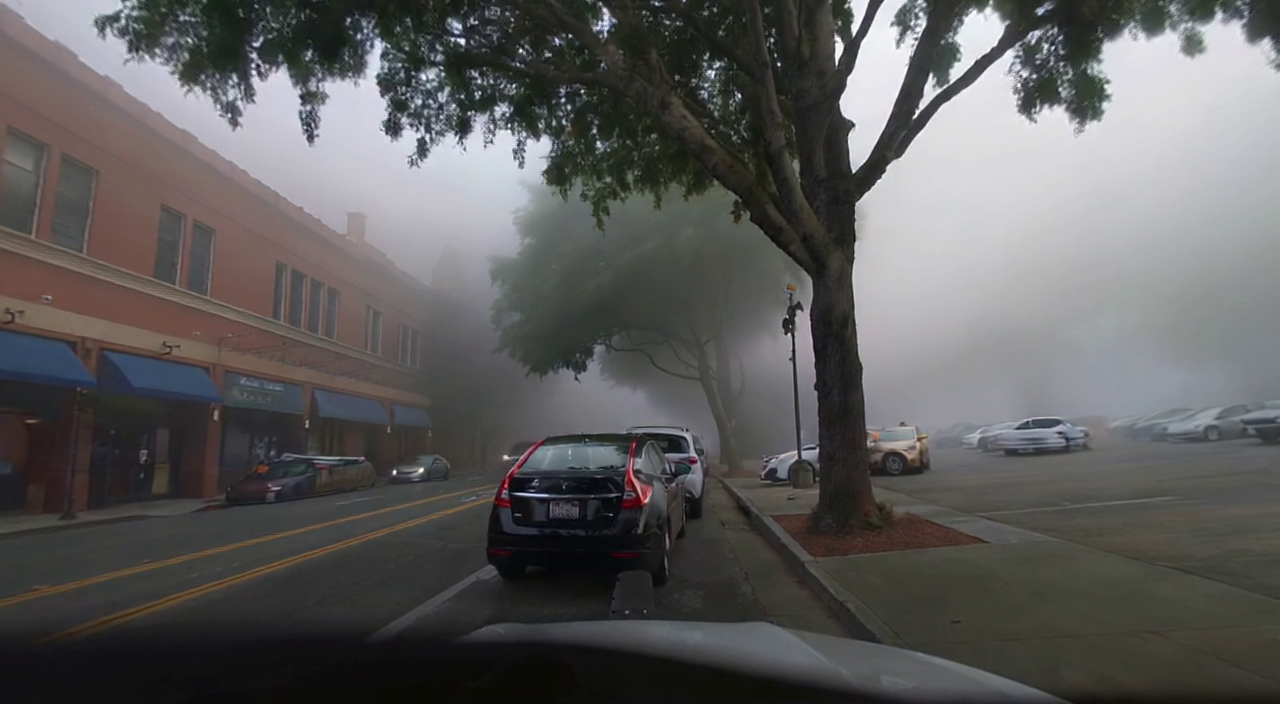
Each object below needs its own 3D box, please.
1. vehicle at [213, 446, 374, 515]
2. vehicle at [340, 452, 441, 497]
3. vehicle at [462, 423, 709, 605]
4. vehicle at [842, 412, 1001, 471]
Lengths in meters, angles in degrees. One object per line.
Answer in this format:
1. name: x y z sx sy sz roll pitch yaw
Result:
1. vehicle: -11.006 4.067 20.589 2.081 1.718 5.342 -6 -9 3
2. vehicle: -10.256 5.030 26.280 1.826 1.432 4.556 -7 -9 8
3. vehicle: -0.273 1.635 7.295 1.939 1.478 3.922 -2 -8 9
4. vehicle: 9.010 2.828 20.220 4.558 1.528 1.915 0 -8 -23
